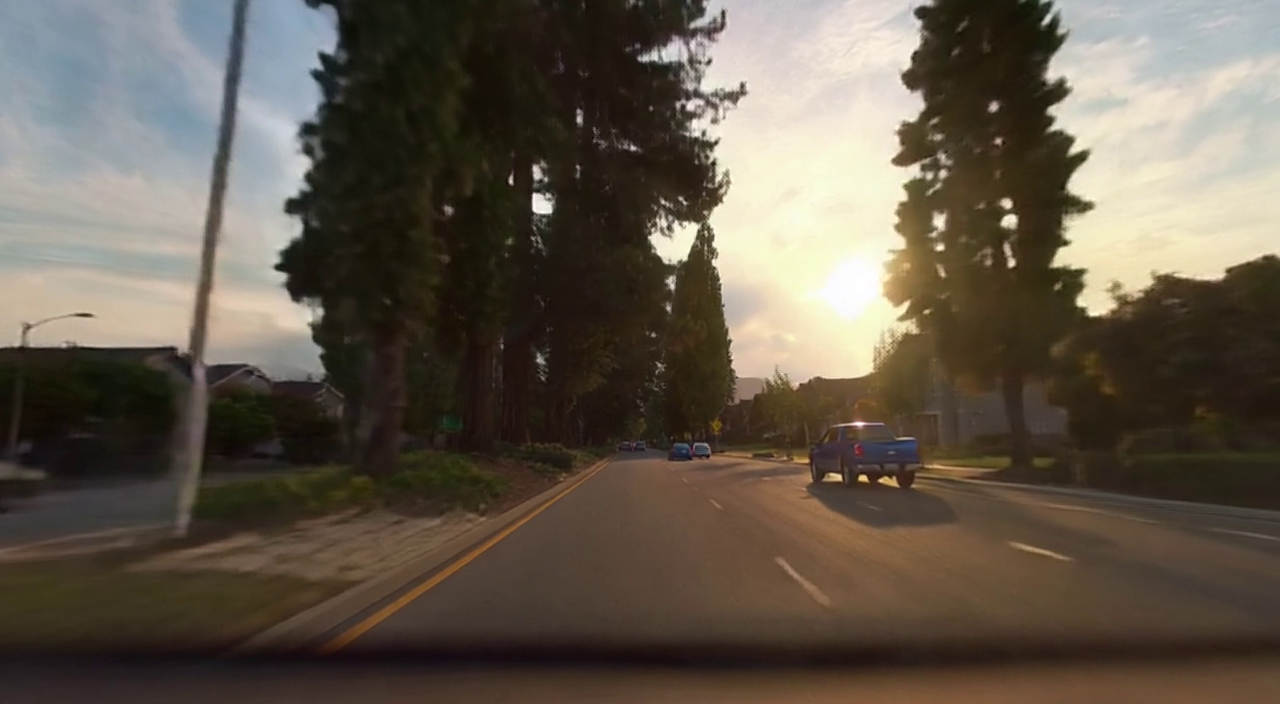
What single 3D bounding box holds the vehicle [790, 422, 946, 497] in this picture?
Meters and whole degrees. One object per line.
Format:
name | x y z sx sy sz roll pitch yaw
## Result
vehicle | 6.135 2.983 17.962 2.262 1.769 5.666 0 -8 -1
